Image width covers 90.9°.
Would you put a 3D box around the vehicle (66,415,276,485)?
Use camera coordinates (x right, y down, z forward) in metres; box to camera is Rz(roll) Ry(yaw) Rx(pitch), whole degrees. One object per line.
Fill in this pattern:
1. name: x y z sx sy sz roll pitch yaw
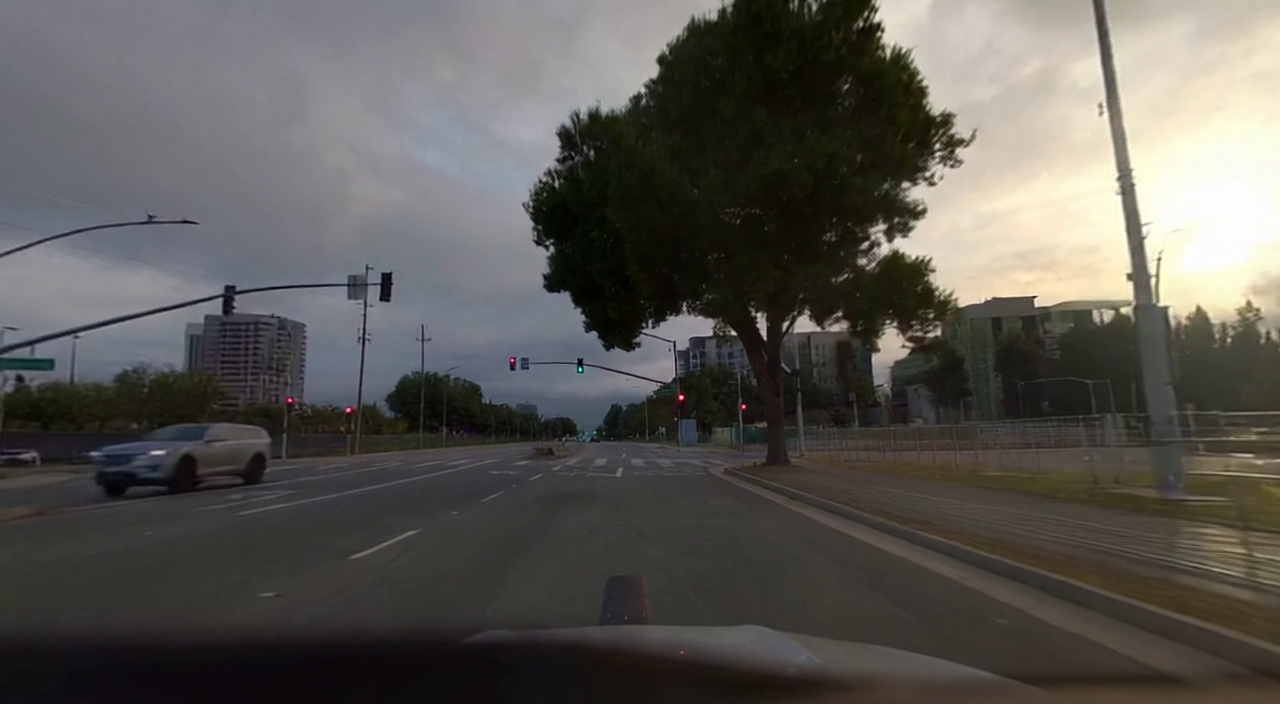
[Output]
1. vehicle: -14.650 3.141 20.354 2.437 1.910 5.780 0 -9 -2
